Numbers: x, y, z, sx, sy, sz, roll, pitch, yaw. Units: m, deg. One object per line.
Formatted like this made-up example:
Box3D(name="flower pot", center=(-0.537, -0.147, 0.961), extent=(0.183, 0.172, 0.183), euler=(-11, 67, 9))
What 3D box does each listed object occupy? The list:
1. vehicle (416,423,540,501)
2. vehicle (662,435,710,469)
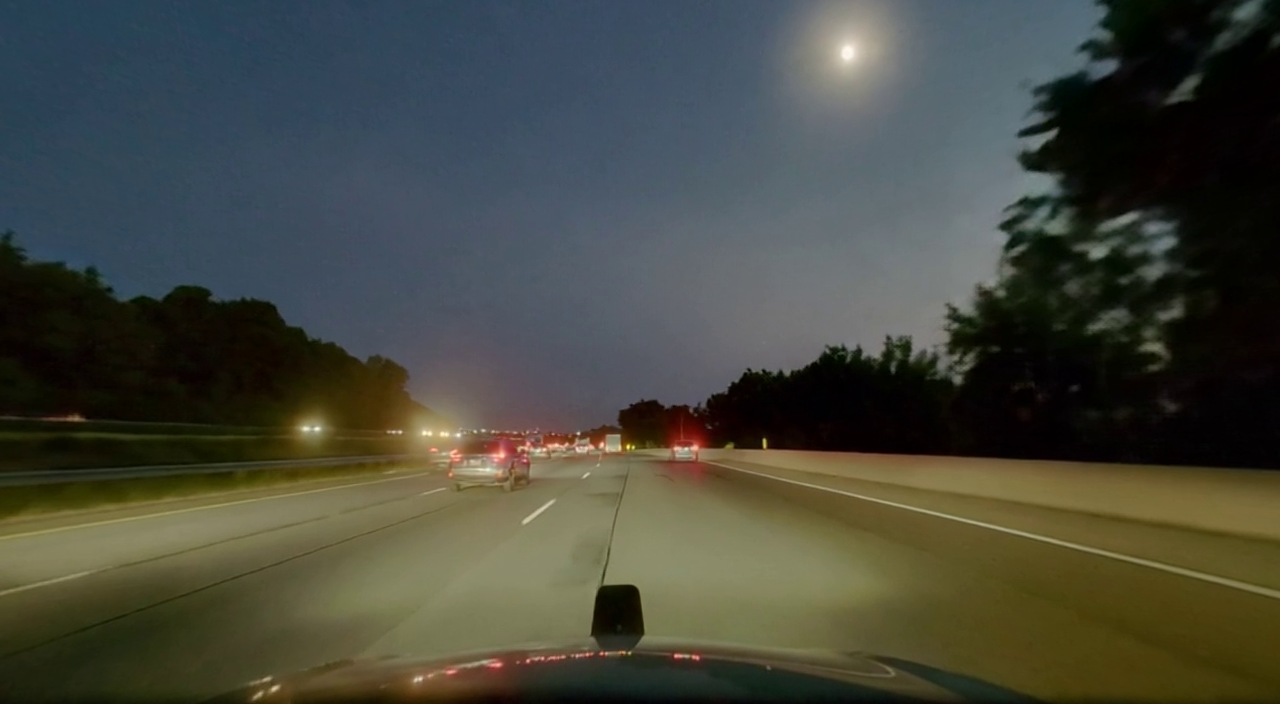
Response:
Box3D(name="vehicle", center=(-3.882, 2.728, 15.924), extent=(2.002, 1.680, 4.301), euler=(0, -9, 0))
Box3D(name="vehicle", center=(2.418, 5.425, 34.080), extent=(2.053, 1.698, 4.097), euler=(1, -9, -3))
